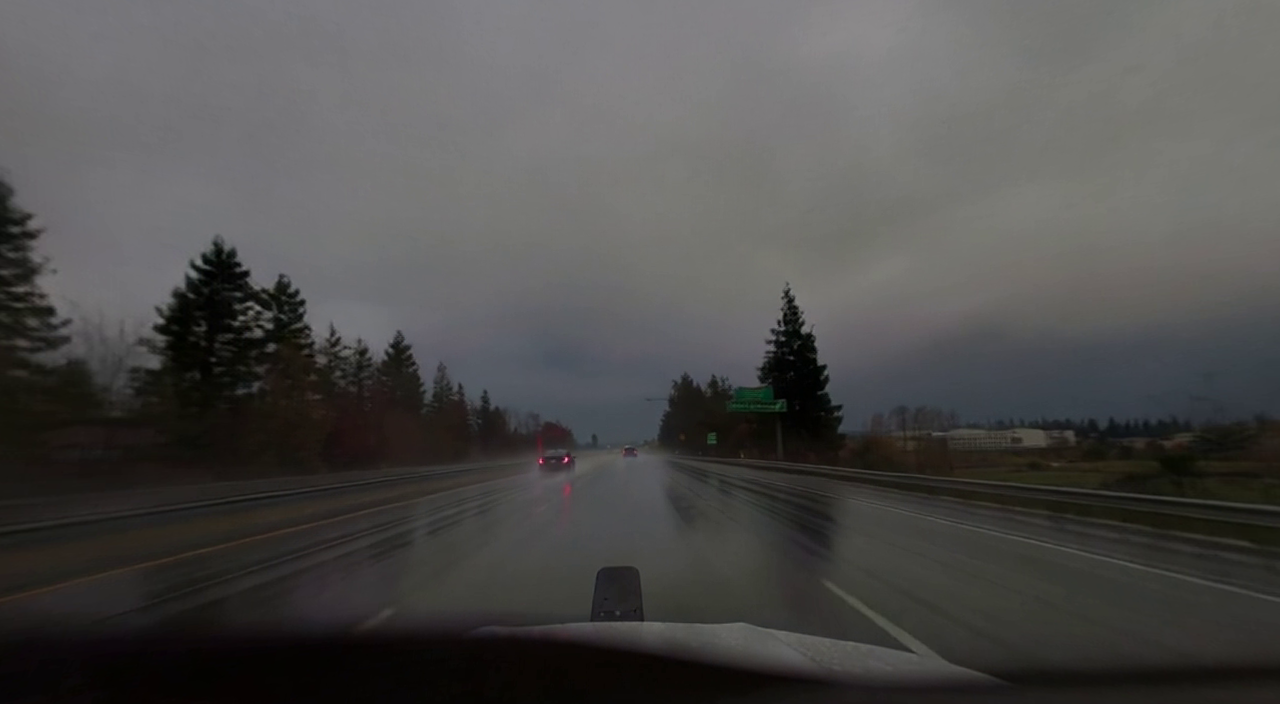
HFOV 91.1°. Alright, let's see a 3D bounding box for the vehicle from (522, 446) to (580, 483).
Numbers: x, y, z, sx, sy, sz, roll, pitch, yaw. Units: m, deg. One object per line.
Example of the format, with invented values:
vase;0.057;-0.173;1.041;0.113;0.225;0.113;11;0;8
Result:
vehicle;-3.819;4.919;27.683;1.970;1.492;3.944;0;-9;0
